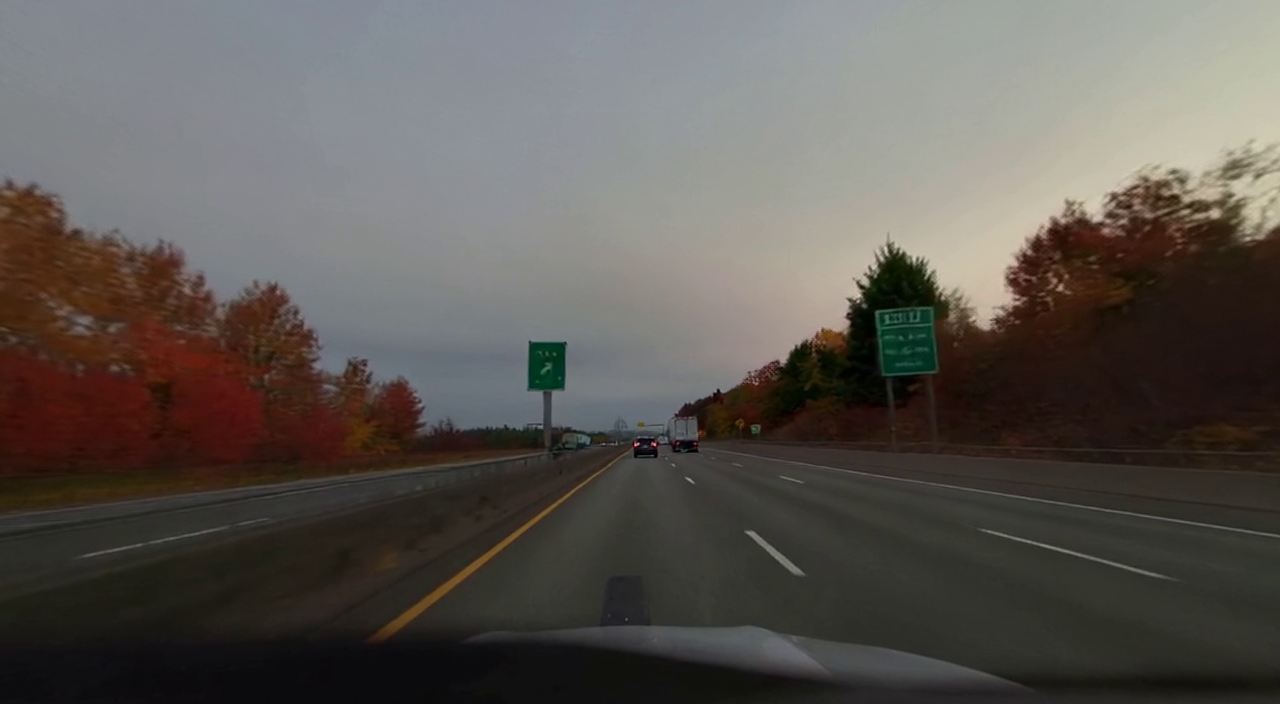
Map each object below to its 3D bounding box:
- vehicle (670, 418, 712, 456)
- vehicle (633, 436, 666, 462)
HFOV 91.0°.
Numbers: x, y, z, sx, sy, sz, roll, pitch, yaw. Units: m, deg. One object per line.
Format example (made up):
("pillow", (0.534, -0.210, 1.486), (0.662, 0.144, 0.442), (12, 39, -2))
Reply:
("vehicle", (3.730, 6.448, 47.321), (2.691, 2.646, 6.279), (0, -8, 0))
("vehicle", (0.591, 5.986, 38.815), (1.924, 1.498, 3.817), (0, -8, 1))
